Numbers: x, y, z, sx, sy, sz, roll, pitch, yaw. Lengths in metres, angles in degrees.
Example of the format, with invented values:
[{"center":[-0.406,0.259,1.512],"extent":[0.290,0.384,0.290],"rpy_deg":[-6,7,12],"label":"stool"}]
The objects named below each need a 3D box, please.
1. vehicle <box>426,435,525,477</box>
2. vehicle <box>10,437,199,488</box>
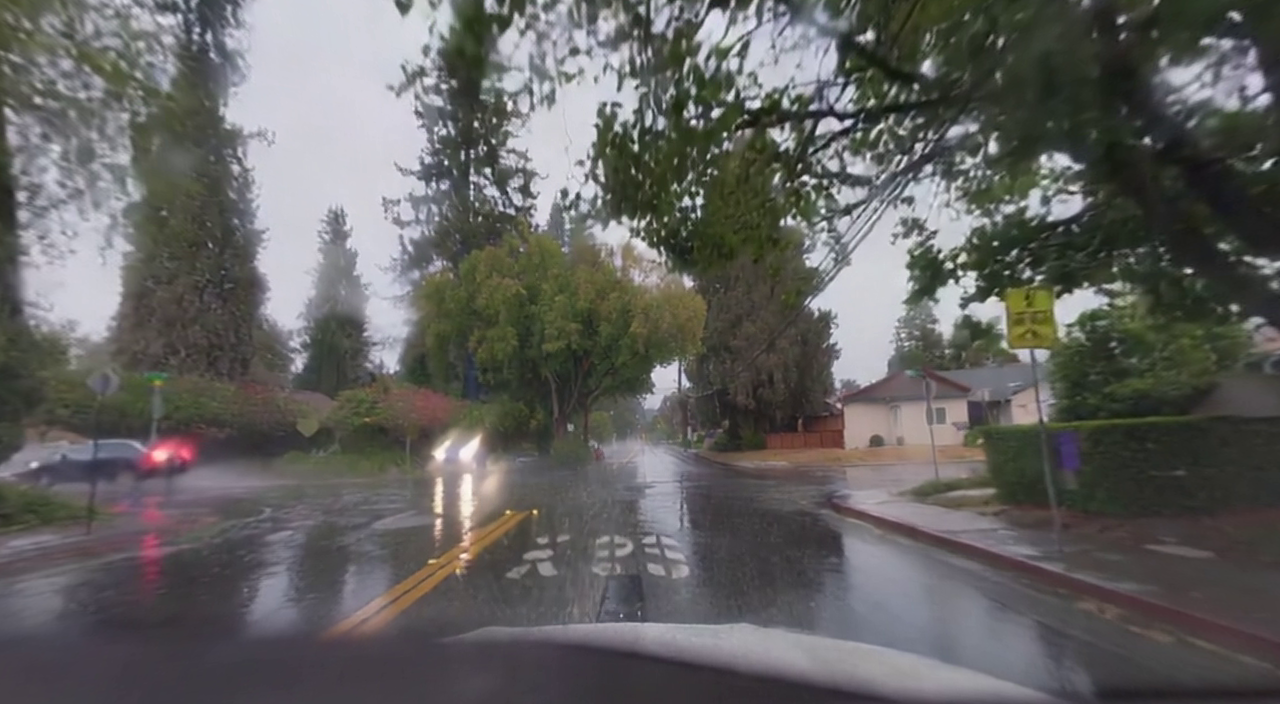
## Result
[{"center":[-6.832,4.357,26.817],"extent":[1.988,1.596,4.396],"rpy_deg":[-3,-8,17],"label":"vehicle"},{"center":[-19.193,3.943,22.836],"extent":[4.968,1.728,1.987],"rpy_deg":[0,-8,0],"label":"vehicle"}]
